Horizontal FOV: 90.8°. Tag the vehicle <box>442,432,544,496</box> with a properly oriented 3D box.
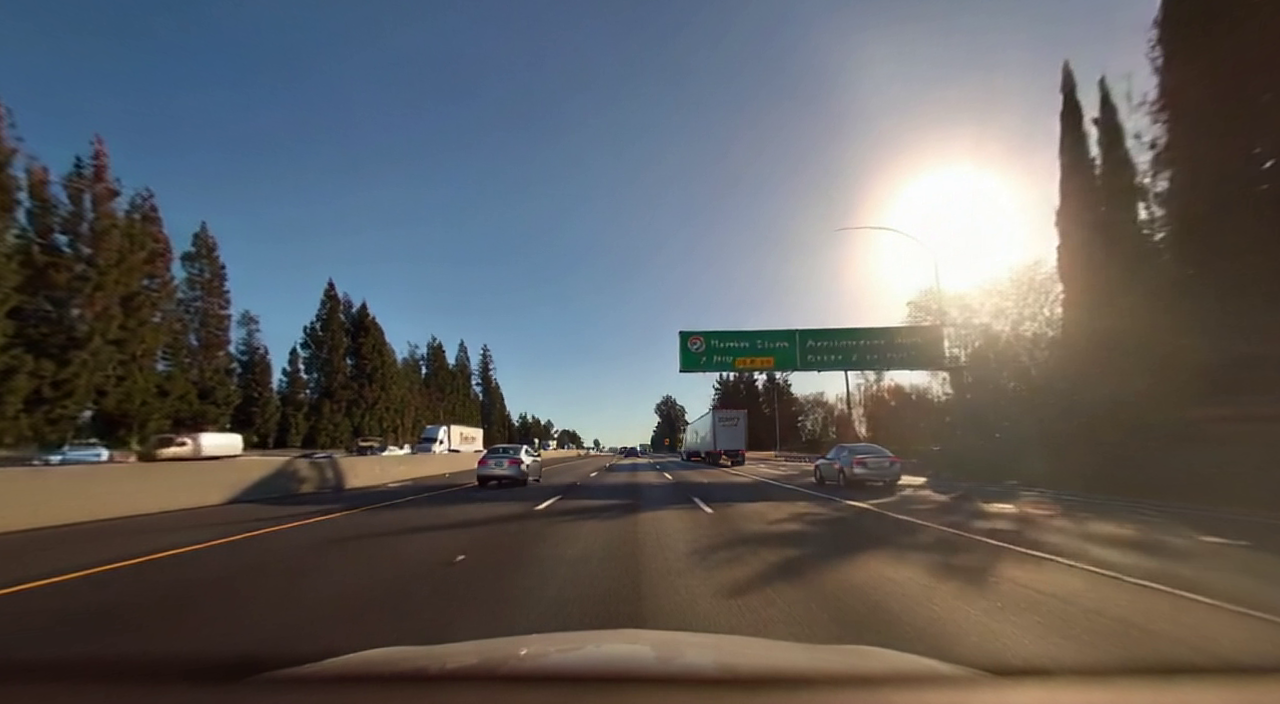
[{"bbox_3d":[-4.157,3.250,18.607,2.027,1.651,4.099,0,-9,0],"label":"vehicle"}]

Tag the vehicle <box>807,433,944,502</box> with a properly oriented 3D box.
[{"bbox_3d":[6.256,3.122,17.443,1.991,1.647,4.409,0,-9,-1],"label":"vehicle"}]

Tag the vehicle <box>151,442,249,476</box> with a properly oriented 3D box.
[{"bbox_3d":[-19.630,4.784,28.405,1.847,1.440,3.572,0,-9,-1],"label":"vehicle"}]

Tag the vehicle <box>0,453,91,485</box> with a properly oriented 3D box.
[{"bbox_3d":[-27.598,5.346,29.073,1.768,1.355,3.208,0,-9,-1],"label":"vehicle"}]
